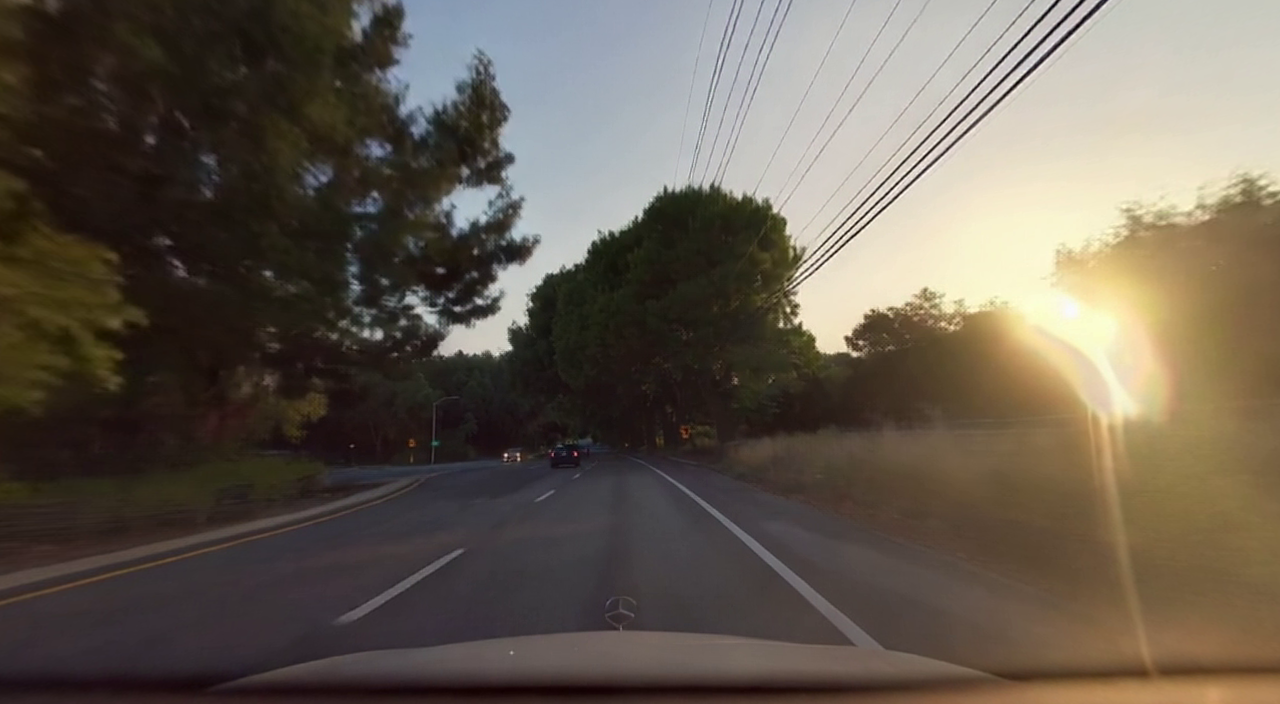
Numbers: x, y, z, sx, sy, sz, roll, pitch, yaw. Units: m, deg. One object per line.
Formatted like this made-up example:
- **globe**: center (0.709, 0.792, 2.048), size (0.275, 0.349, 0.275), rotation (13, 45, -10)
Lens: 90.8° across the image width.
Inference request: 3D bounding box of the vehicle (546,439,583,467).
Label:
- **vehicle**: center (-5.447, 7.356, 46.199), size (2.246, 1.885, 5.275), rotation (0, -8, -2)
